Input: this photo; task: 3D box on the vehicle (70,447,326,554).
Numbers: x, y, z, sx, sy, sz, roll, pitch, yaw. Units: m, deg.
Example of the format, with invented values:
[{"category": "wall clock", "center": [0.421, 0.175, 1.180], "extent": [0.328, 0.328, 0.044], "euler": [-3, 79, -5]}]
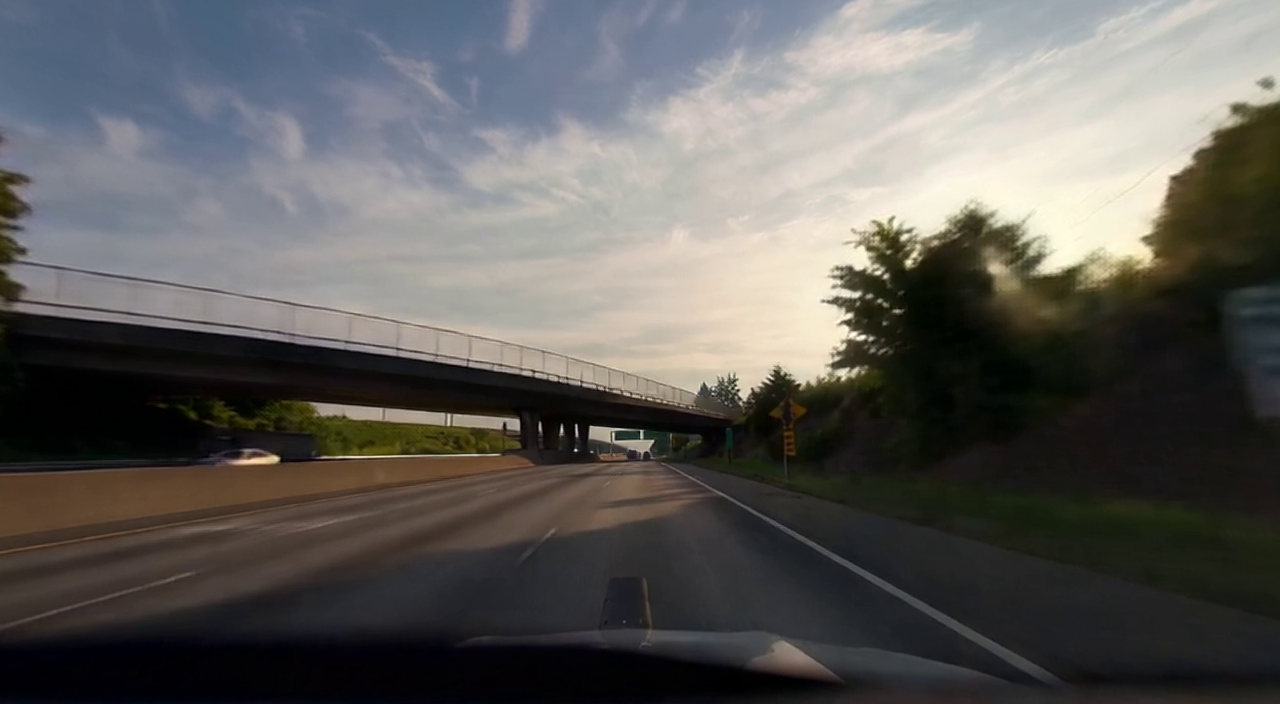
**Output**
[{"category": "vehicle", "center": [-19.140, 6.304, 29.045], "extent": [2.858, 3.768, 11.969], "euler": [0, -8, 1]}]
